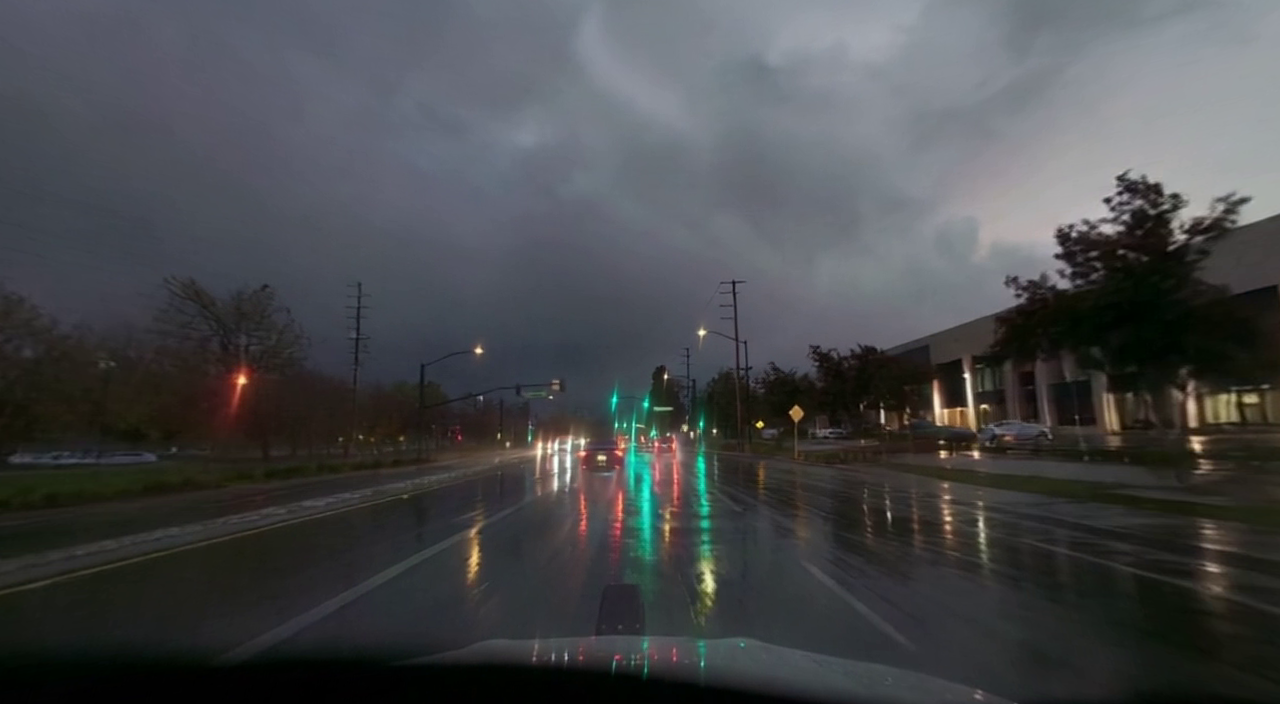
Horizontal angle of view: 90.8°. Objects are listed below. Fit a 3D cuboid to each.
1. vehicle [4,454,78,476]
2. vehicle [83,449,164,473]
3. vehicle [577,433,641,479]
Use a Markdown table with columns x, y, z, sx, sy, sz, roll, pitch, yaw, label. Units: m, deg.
| x | y | z | sx | sy | sz | roll | pitch | yaw | label |
| --- | --- | --- | --- | --- | --- | --- | --- | --- | --- |
| -44.481 | 8.386 | 47.007 | 1.768 | 1.441 | 3.832 | 0 | -8 | -1 | vehicle |
| -38.705 | 8.144 | 47.467 | 2.026 | 1.701 | 4.536 | -1 | -8 | 4 | vehicle |
| -1.030 | 3.691 | 22.632 | 2.075 | 1.470 | 3.962 | 0 | -8 | -1 | vehicle |
